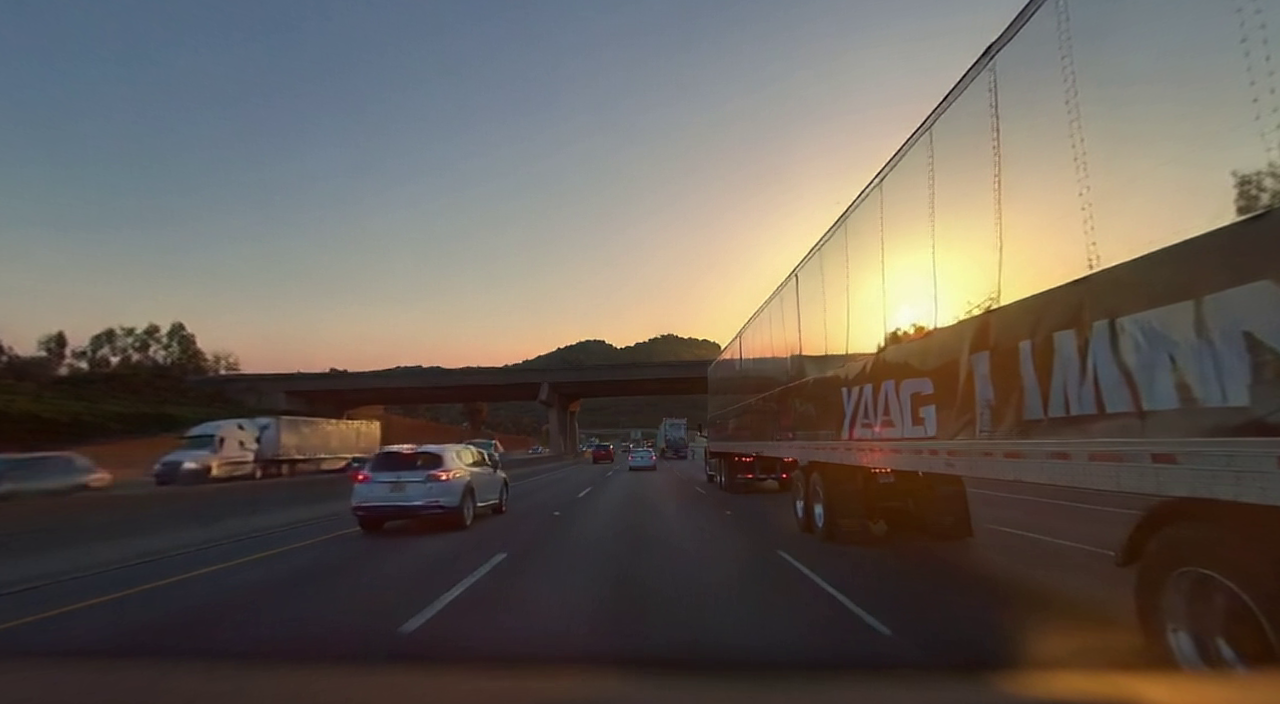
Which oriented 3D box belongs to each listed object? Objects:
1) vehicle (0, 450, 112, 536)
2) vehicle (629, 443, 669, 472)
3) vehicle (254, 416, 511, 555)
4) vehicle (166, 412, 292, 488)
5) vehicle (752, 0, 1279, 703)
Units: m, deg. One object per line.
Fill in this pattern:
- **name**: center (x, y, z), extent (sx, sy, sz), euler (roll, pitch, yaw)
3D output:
- **vehicle**: center (-12.255, 2.533, 11.358), extent (1.973, 1.501, 3.990), euler (0, -9, 0)
- **vehicle**: center (0.449, 5.777, 34.729), extent (2.063, 1.469, 4.208), euler (0, -9, 0)
- **vehicle**: center (-3.753, 2.062, 10.477), extent (2.091, 1.722, 4.974), euler (0, -9, 1)
- **vehicle**: center (-23.439, 5.640, 36.479), extent (2.965, 4.007, 6.095), euler (0, -9, 0)
- **vehicle**: center (3.872, 0.338, 7.461), extent (2.821, 4.077, 12.562), euler (0, -9, 0)
